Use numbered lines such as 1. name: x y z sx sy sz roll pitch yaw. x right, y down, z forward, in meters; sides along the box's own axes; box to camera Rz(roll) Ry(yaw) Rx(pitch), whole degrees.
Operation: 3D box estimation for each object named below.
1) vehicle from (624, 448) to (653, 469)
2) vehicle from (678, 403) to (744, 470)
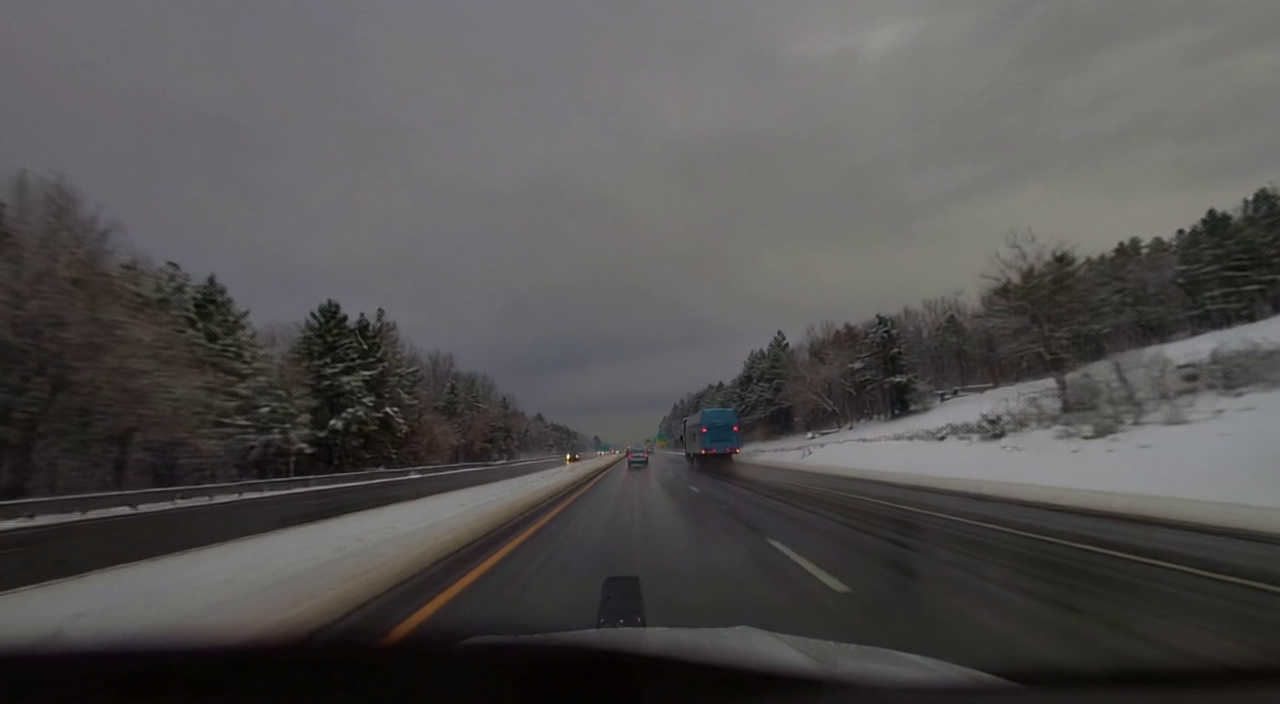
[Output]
1. vehicle: -0.145 7.381 43.785 1.926 1.386 3.615 0 -9 0
2. vehicle: 4.808 6.279 45.938 2.939 4.129 14.300 0 -9 -1
